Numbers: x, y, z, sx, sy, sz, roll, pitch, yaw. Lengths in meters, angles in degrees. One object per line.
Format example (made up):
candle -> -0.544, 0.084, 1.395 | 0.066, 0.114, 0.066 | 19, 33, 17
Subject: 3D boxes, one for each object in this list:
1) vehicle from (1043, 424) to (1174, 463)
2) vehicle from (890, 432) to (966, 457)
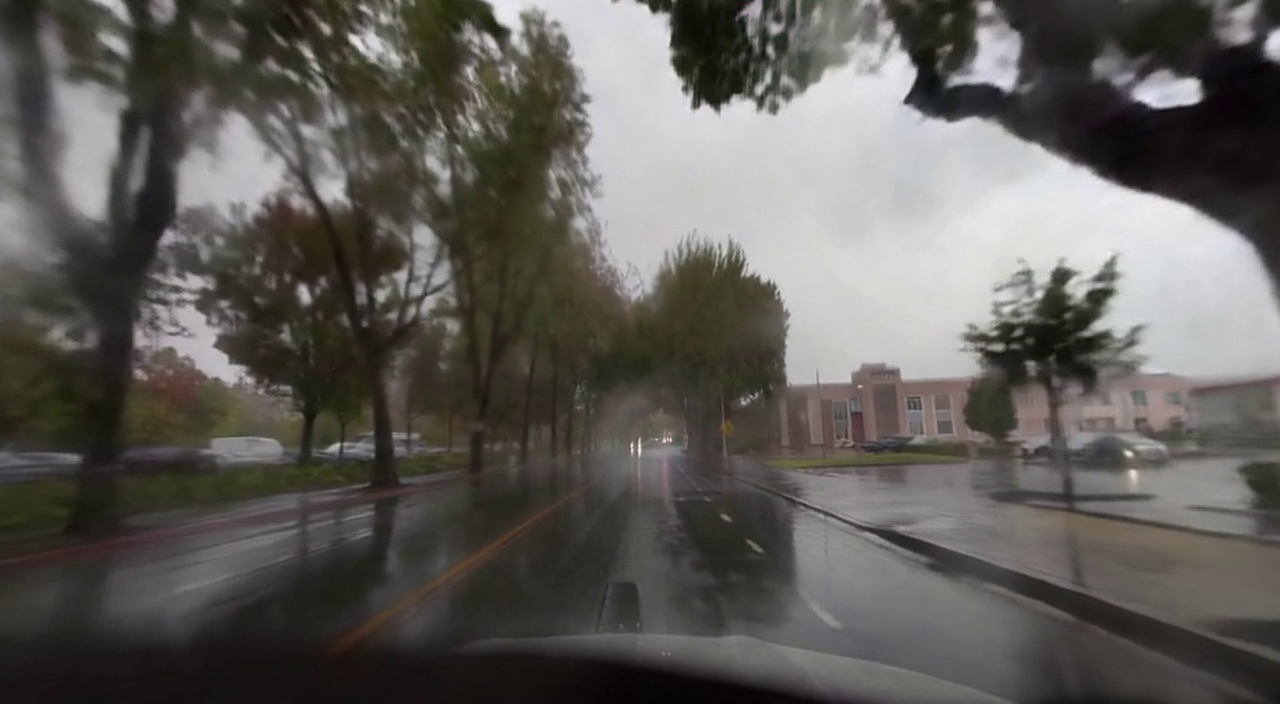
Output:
vehicle -> 20.757, 4.049, 28.121 | 4.293, 1.473, 1.843 | -2, -6, 2
vehicle -> 19.110, 6.138, 42.046 | 4.134, 1.580, 1.952 | 1, -8, -10
